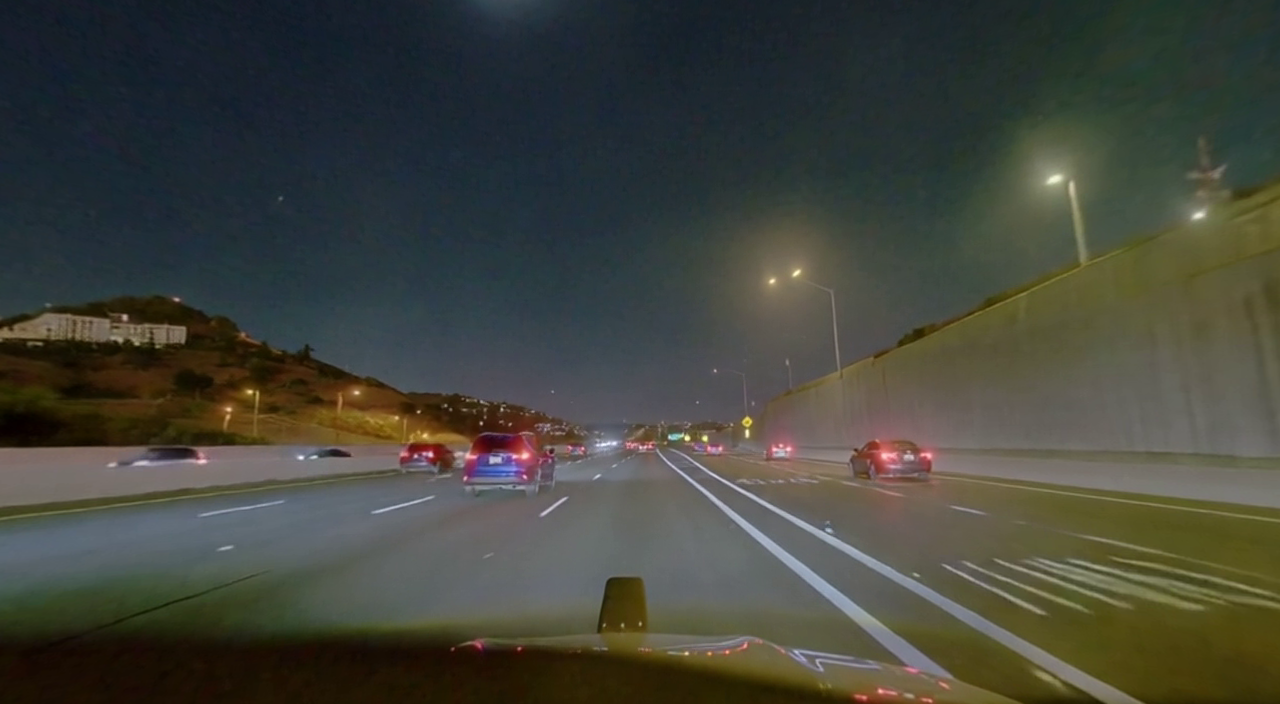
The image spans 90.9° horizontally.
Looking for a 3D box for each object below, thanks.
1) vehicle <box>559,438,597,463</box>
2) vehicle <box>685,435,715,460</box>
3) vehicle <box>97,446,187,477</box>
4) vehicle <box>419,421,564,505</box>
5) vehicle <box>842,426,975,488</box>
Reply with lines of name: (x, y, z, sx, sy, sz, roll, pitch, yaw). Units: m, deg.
vehicle: (-4.500, 7.214, 46.325, 2.076, 1.730, 4.537, -1, -8, 3)
vehicle: (4.668, 7.487, 49.346, 2.172, 1.824, 5.031, -1, -8, 4)
vehicle: (-27.073, 5.941, 34.464, 1.705, 1.520, 3.769, -1, -8, 2)
vehicle: (-3.385, 2.676, 15.666, 2.210, 1.730, 5.133, -1, -8, 2)
vehicle: (7.988, 3.171, 19.333, 2.122, 1.646, 4.491, 0, -8, 0)
